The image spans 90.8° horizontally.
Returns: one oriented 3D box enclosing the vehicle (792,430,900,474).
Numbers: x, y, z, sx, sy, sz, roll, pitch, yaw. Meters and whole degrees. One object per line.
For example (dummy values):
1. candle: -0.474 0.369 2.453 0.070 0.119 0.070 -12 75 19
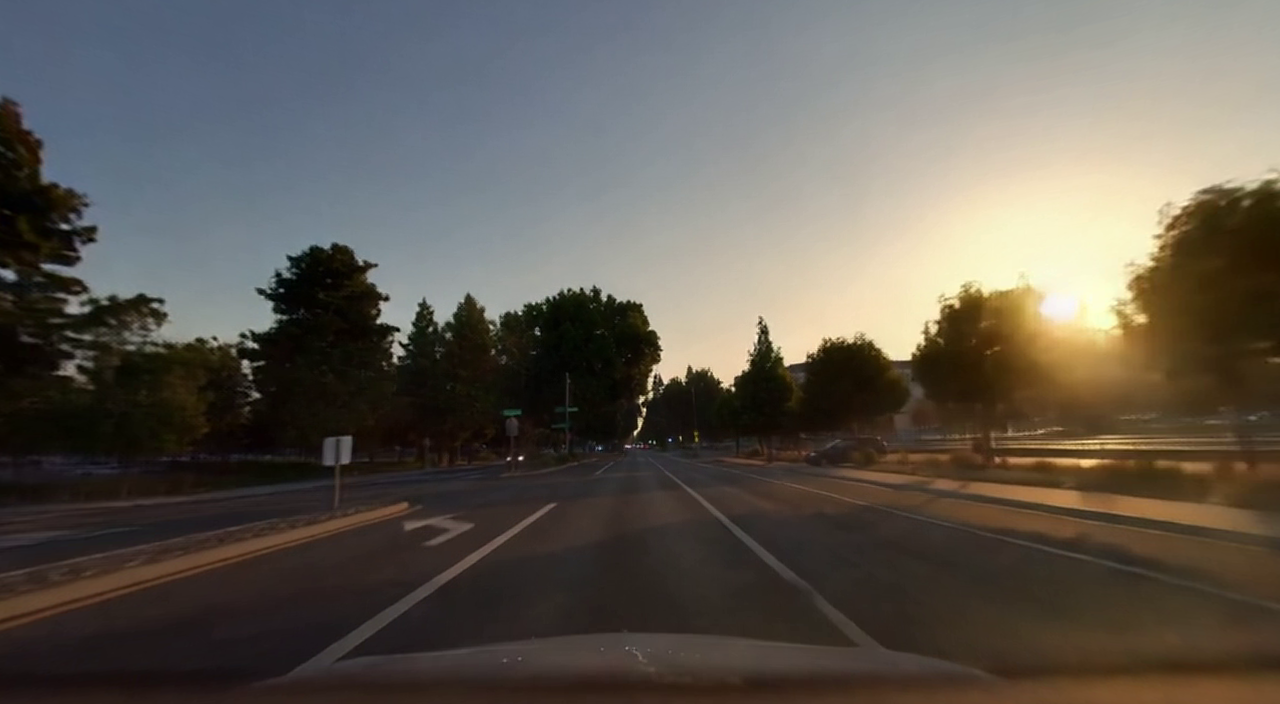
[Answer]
1. vehicle: 12.330 5.993 38.116 5.581 1.926 2.324 -7 -7 -1
